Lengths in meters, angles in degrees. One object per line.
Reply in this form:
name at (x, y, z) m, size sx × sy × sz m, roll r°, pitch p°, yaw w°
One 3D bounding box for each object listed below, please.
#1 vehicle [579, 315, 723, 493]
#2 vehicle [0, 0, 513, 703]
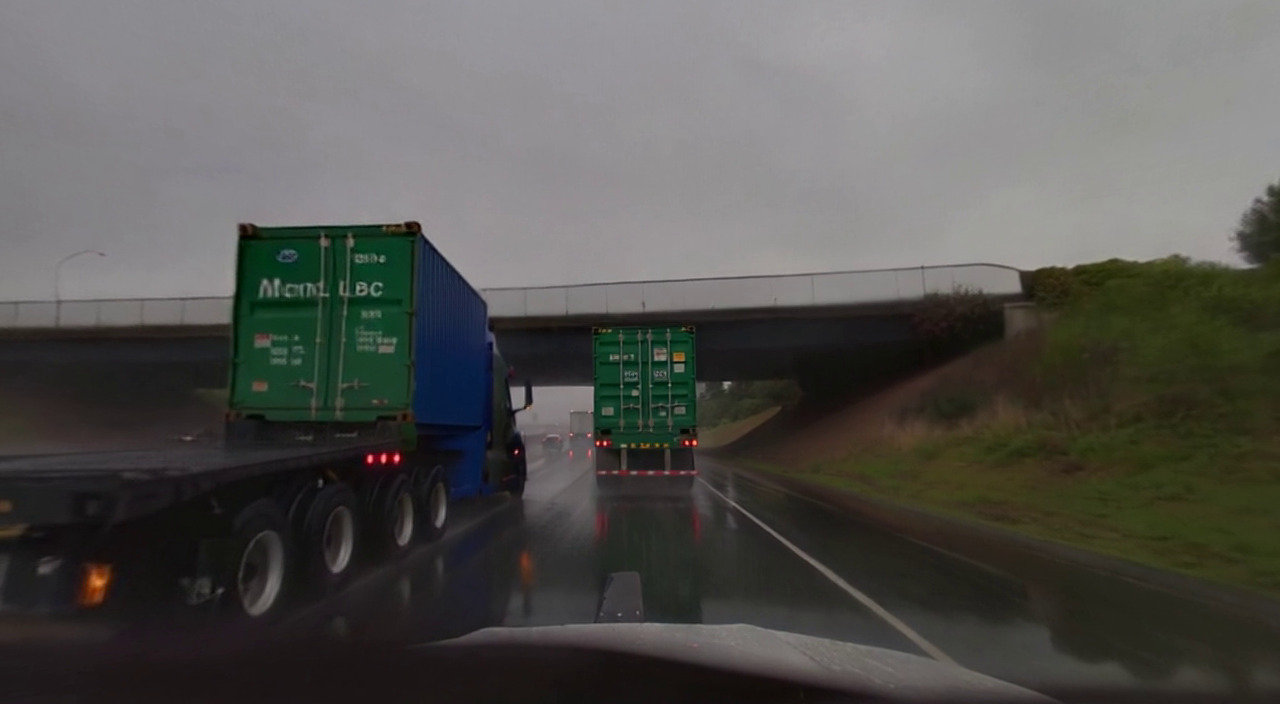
vehicle at (0.224, 1.753, 18.756) m, size 3.357 × 4.212 × 7.519 m, roll 0°, pitch -9°, yaw 0°
vehicle at (-3.707, -0.219, 3.809) m, size 2.873 × 4.198 × 13.317 m, roll -1°, pitch -8°, yaw 1°
